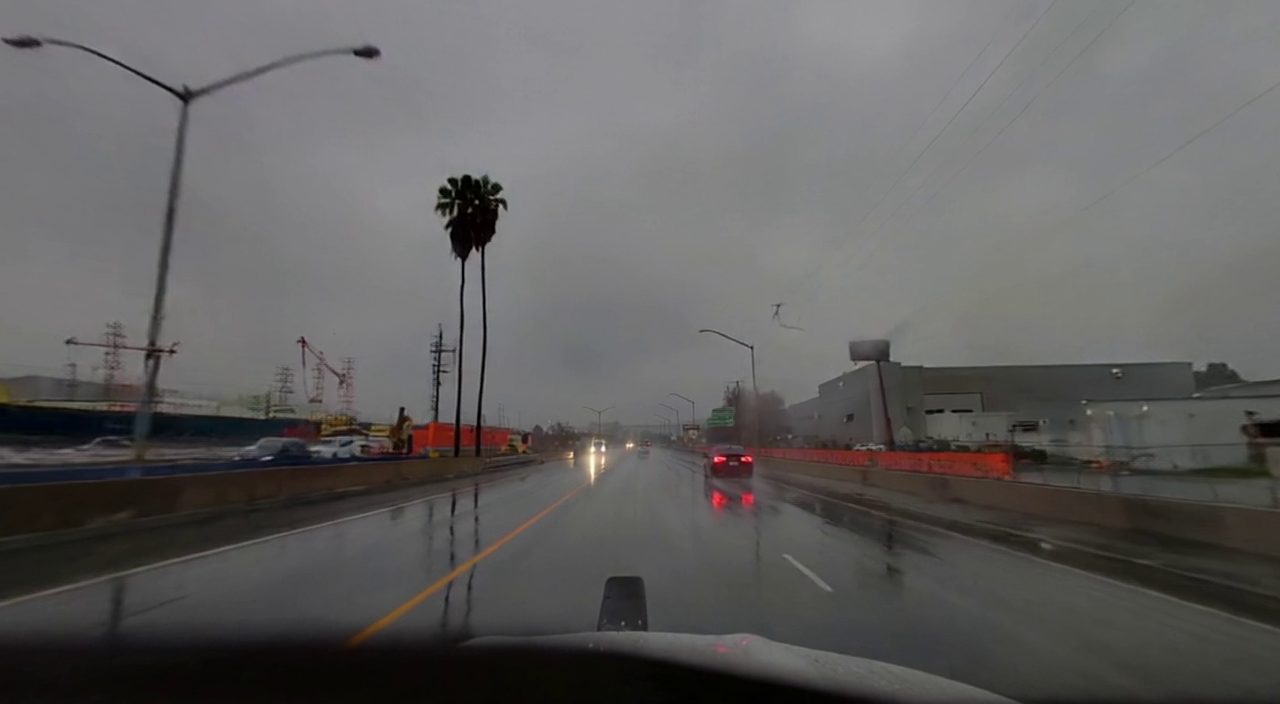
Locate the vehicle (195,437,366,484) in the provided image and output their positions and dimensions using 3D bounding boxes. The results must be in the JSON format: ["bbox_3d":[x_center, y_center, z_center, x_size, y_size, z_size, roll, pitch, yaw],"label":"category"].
[{"bbox_3d":[-18.161,5.455,32.093,6.969,2.132,2.716,8,-12,-44],"label":"vehicle"}]

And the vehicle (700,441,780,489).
[{"bbox_3d":[3.500,4.044,22.891,2.148,1.562,4.642,0,-8,0],"label":"vehicle"}]
